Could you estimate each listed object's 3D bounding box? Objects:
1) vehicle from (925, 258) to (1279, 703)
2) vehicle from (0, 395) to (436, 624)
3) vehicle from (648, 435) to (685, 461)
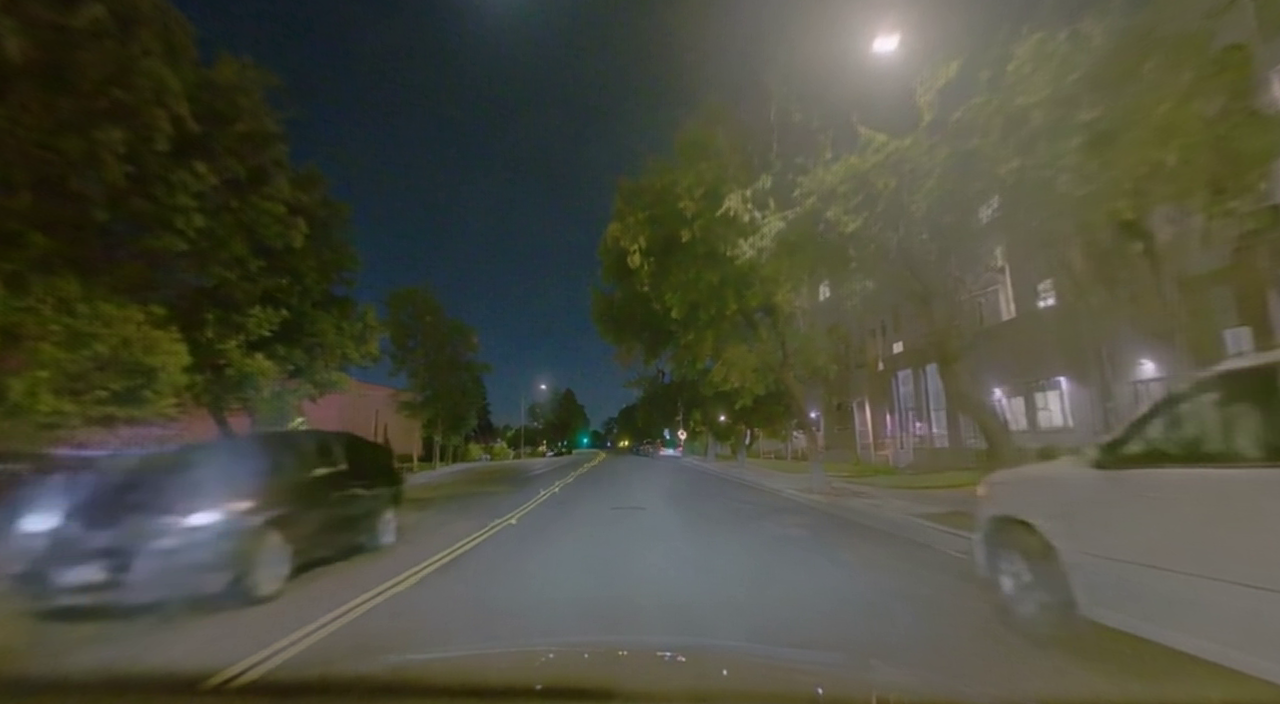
[{"bbox_3d":[3.593,0.677,2.505,2.393,2.012,5.060,0,-8,-2],"label":"vehicle"},{"bbox_3d":[-4.091,1.560,7.240,2.088,1.772,4.375,0,-8,-1],"label":"vehicle"},{"bbox_3d":[1.964,7.310,48.219,2.248,1.821,5.021,0,-8,-4],"label":"vehicle"}]
